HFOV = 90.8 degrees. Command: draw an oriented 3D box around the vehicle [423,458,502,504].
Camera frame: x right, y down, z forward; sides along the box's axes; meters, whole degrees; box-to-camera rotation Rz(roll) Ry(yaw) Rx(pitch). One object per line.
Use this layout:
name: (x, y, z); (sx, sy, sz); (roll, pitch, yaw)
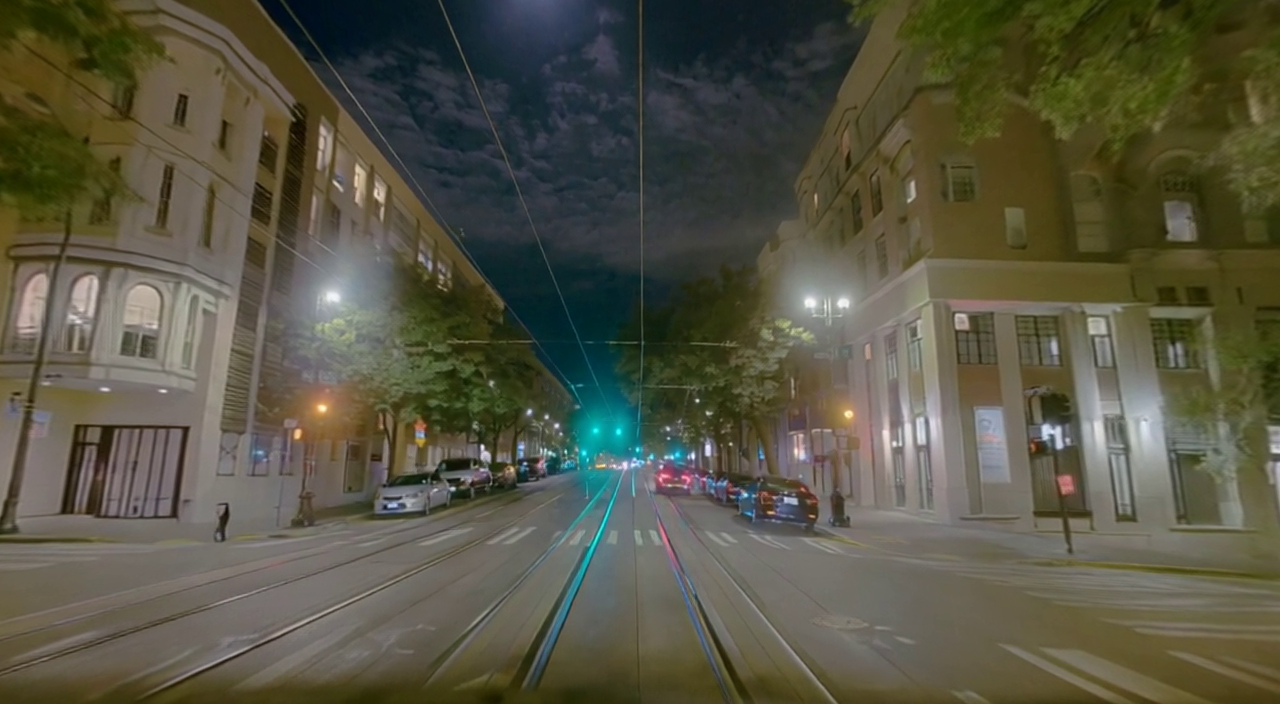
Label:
vehicle: (-7.405, 5.486, 26.919); (1.861, 1.751, 4.550); (1, -11, 2)

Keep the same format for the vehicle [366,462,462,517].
vehicle: (-7.412, 4.685, 21.135); (1.779, 1.588, 3.953); (2, -15, -2)

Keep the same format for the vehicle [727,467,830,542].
vehicle: (3.850, 4.293, 18.311); (1.929, 1.723, 4.134); (0, -9, -2)

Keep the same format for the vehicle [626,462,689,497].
vehicle: (0.856, 6.604, 32.953); (1.984, 1.571, 3.404); (4, -9, -24)
